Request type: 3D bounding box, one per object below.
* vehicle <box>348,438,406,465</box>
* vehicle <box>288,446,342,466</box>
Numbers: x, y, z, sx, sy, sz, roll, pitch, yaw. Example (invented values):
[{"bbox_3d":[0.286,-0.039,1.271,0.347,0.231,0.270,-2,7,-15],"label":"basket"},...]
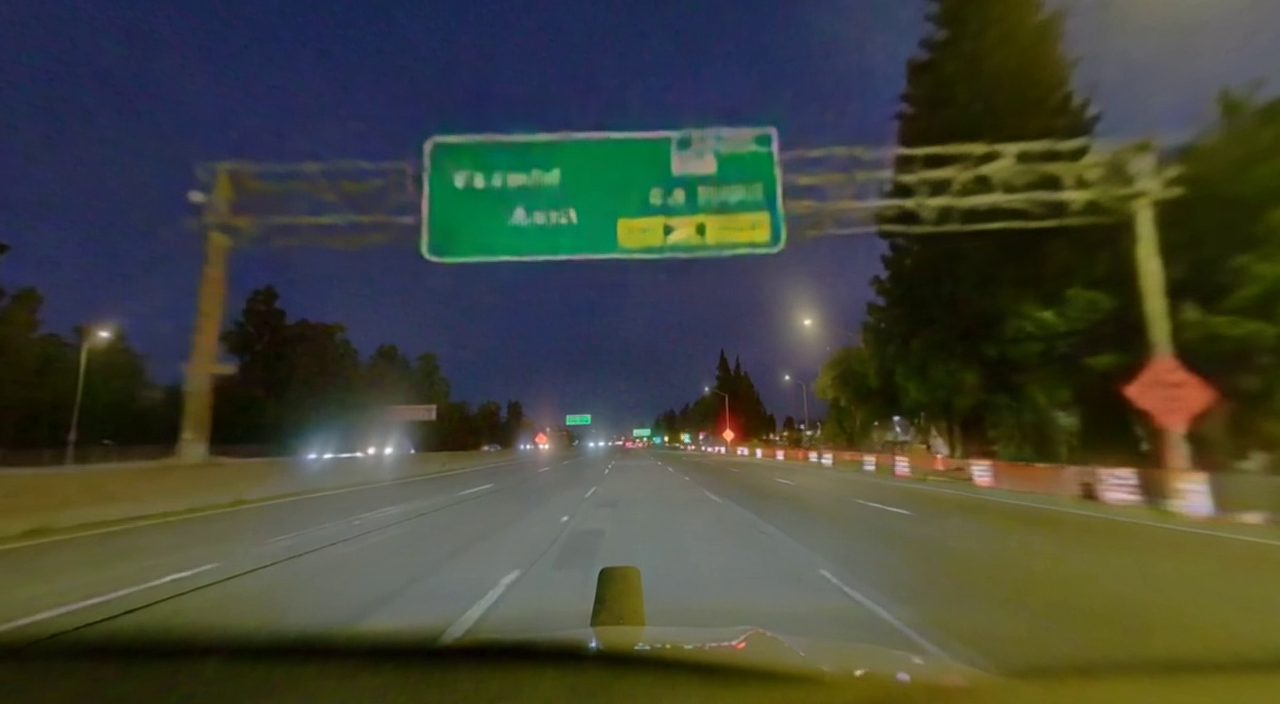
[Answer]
[{"bbox_3d":[-18.819,7.143,45.342,2.129,1.773,4.963,1,-9,-2],"label":"vehicle"},{"bbox_3d":[-25.324,8.111,49.245,1.935,1.497,4.619,1,-9,-2],"label":"vehicle"}]
